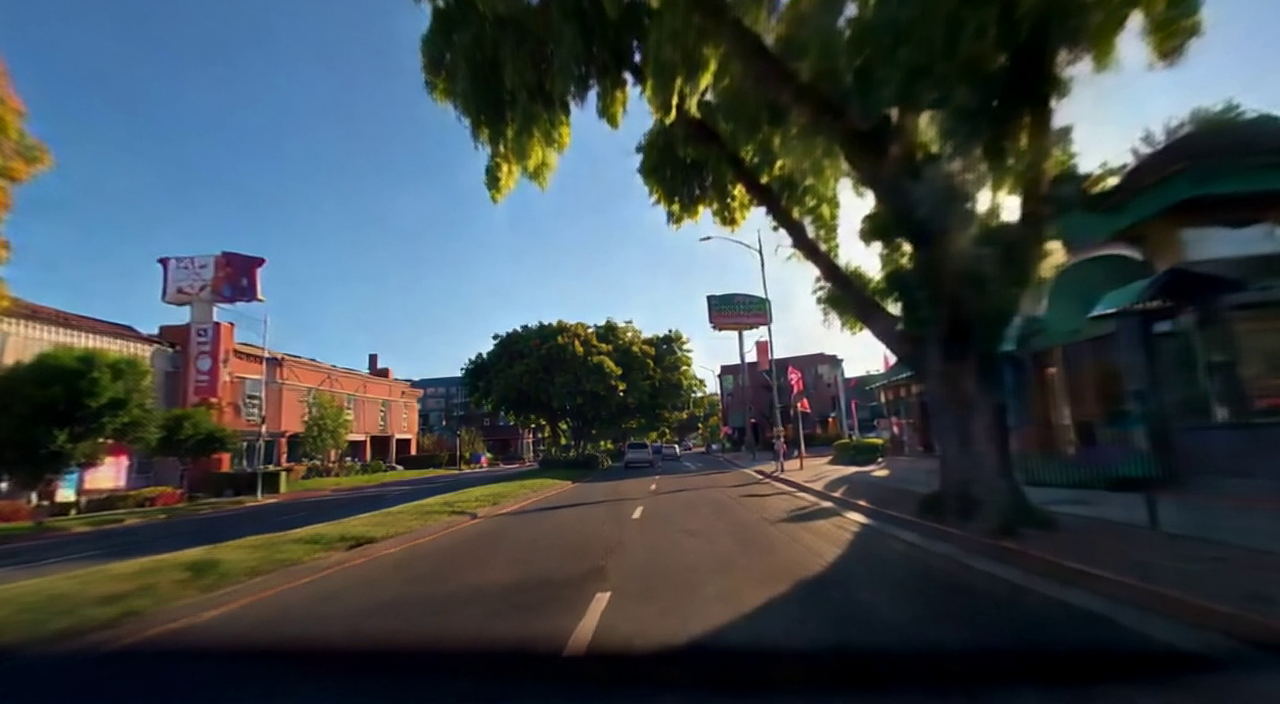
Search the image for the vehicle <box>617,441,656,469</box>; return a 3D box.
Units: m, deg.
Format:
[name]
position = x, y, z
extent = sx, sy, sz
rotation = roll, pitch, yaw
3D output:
[vehicle]
position = -0.171, 6.757, 41.565
extent = 2.235, 1.719, 4.292
rotation = -1, -8, 4
